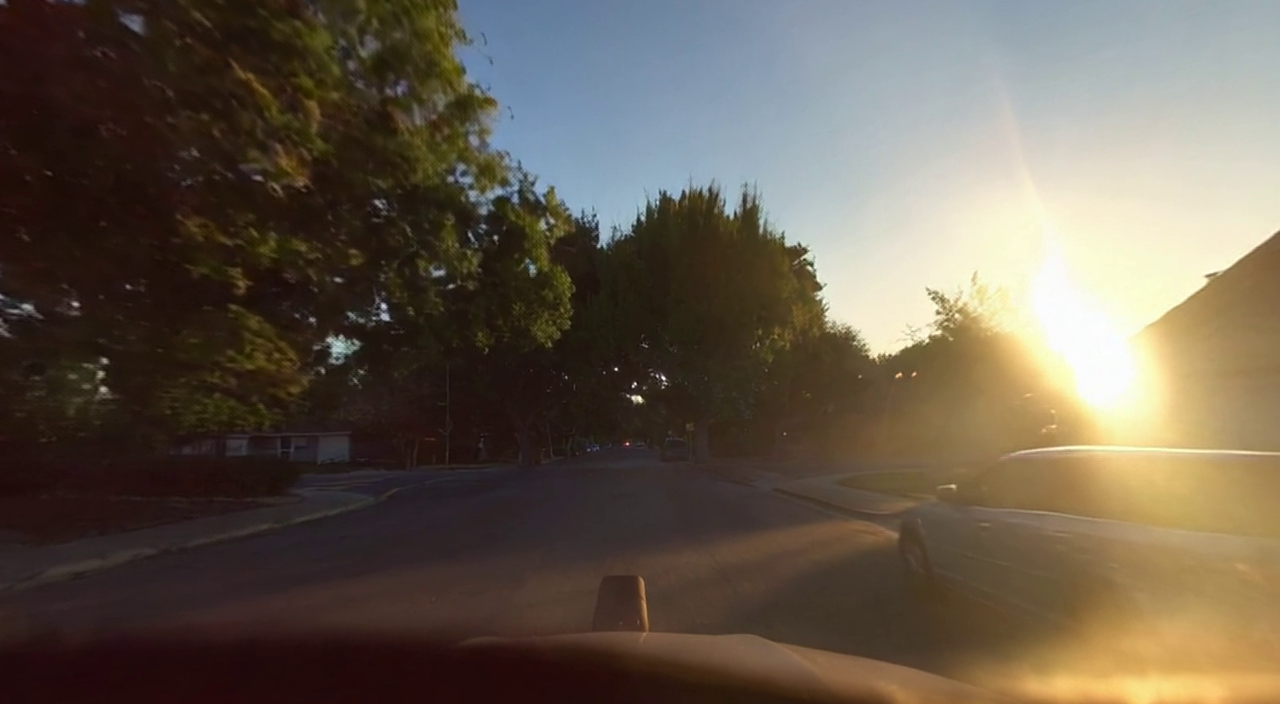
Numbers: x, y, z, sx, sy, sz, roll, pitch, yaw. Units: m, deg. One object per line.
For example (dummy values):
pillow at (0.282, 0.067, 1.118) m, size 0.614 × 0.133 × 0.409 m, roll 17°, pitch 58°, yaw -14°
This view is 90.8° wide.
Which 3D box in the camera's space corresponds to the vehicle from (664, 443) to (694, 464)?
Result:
vehicle at (2.937, 7.819, 48.758) m, size 1.881 × 1.487 × 4.183 m, roll 0°, pitch -8°, yaw -2°

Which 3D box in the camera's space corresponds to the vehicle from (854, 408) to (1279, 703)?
vehicle at (3.255, 1.230, 4.231) m, size 1.986 × 1.476 × 4.306 m, roll 0°, pitch -8°, yaw -2°
